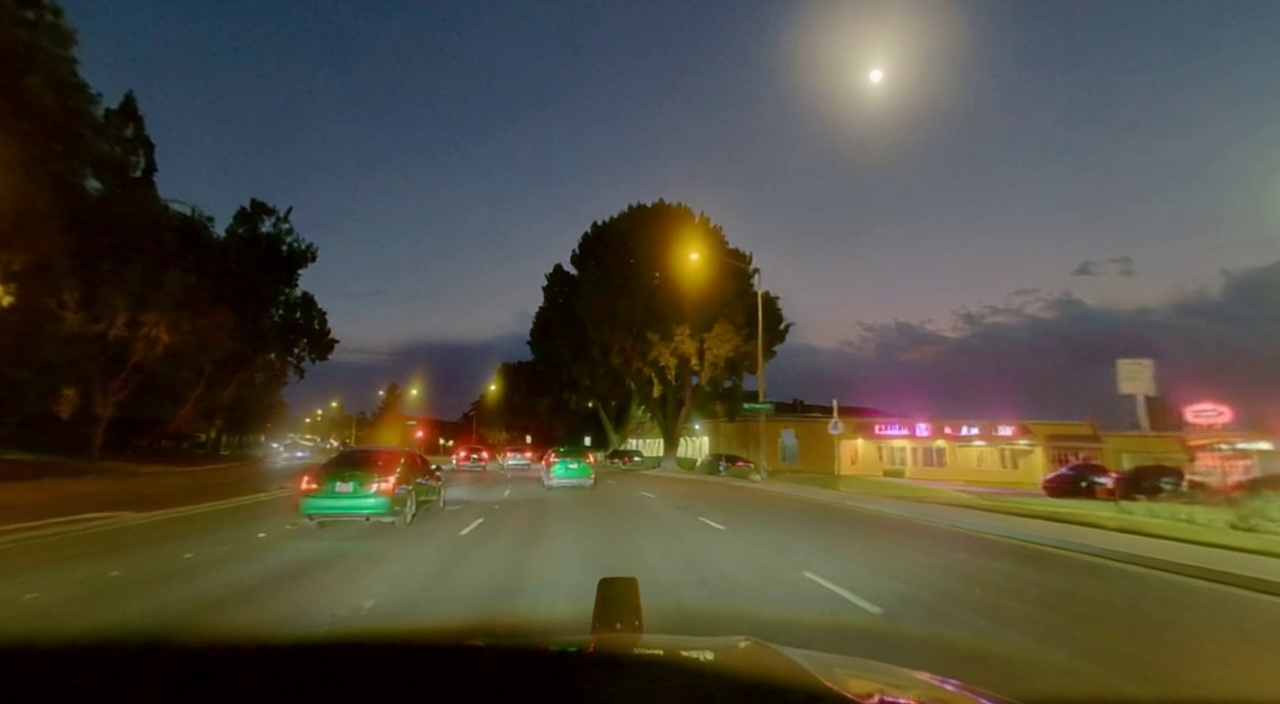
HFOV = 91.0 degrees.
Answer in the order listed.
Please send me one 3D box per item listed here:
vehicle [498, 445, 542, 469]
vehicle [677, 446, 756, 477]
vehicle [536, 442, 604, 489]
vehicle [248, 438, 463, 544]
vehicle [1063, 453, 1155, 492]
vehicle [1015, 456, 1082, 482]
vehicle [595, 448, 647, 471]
[{"bbox_3d":[-7.605,6.575,39.606,1.920,1.416,4.310,3,-9,-21],"label":"vehicle"},{"bbox_3d":[4.504,6.497,37.657,2.095,1.697,4.801,5,-10,-32],"label":"vehicle"},{"bbox_3d":[-2.569,3.952,22.324,2.001,1.483,4.442,2,-9,-11],"label":"vehicle"},{"bbox_3d":[-4.763,2.351,11.515,2.105,1.477,4.857,1,-8,-6],"label":"vehicle"},{"bbox_3d":[22.332,5.675,29.934,4.486,1.658,2.031,6,-10,-34],"label":"vehicle"},{"bbox_3d":[25.555,7.265,39.314,4.378,1.445,2.084,6,-11,-37],"label":"vehicle"},{"bbox_3d":[-1.447,7.816,46.035,1.952,1.547,4.091,6,-10,-33],"label":"vehicle"}]
